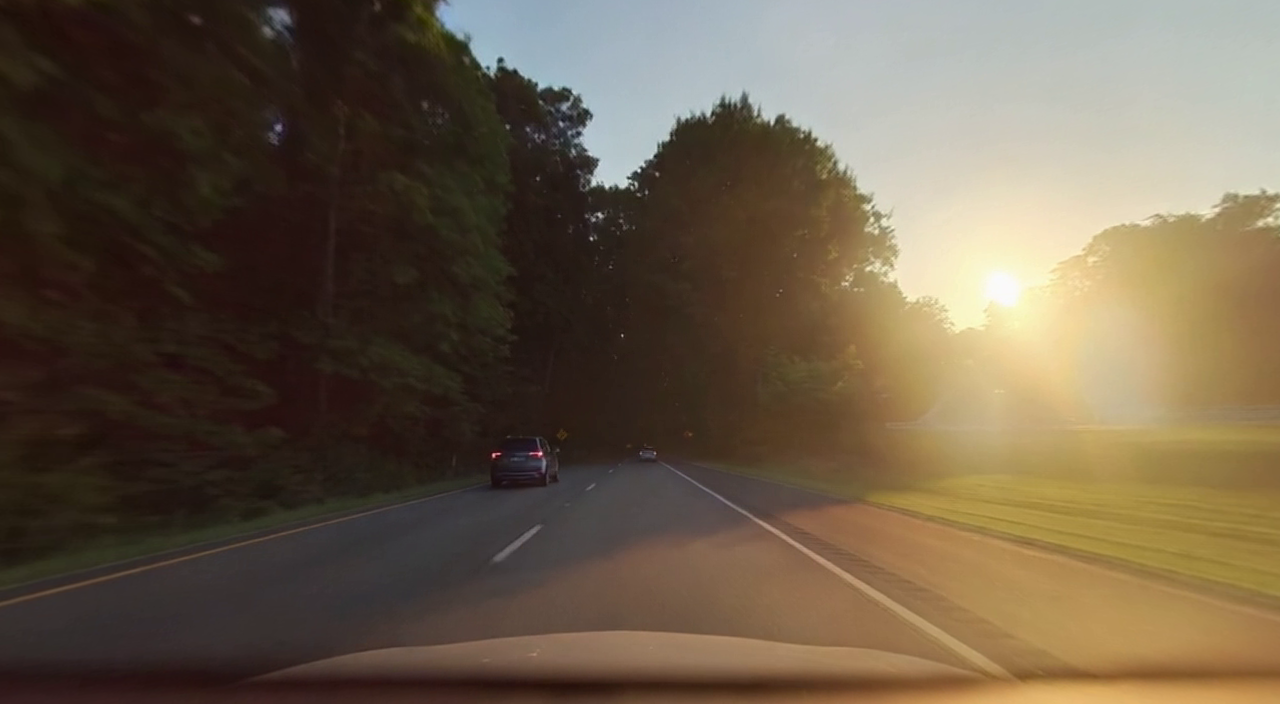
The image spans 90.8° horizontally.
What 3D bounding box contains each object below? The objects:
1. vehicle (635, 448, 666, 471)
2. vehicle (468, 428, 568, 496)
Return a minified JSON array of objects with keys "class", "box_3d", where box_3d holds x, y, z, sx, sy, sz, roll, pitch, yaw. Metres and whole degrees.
[{"class":"vehicle","box_3d":[0.707,7.464,44.008,2.046,1.452,4.407,0,-9,0]},{"class":"vehicle","box_3d":[-3.985,3.728,21.719,2.418,2.049,4.930,0,-9,0]}]
